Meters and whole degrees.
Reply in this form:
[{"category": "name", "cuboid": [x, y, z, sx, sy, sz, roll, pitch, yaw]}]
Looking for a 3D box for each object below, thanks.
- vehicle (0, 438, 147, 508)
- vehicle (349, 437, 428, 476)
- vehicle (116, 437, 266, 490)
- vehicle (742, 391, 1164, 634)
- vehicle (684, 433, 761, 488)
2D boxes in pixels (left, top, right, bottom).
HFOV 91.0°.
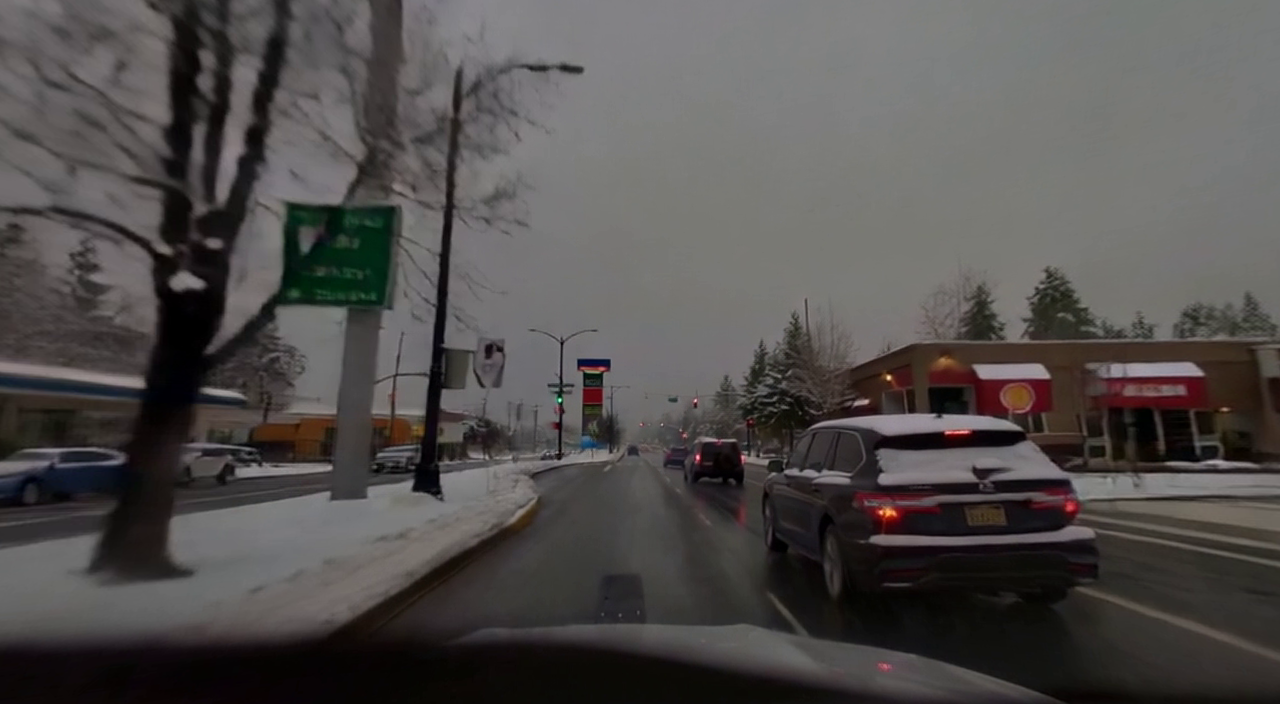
[{"category": "vehicle", "cuboid": [-17.921, 3.516, 18.834, 2.129, 1.843, 5.067, 0, -8, 1]}, {"category": "vehicle", "cuboid": [-13.407, 5.582, 33.936, 2.097, 1.912, 4.828, 0, -8, 2]}, {"category": "vehicle", "cuboid": [-17.784, 4.420, 25.375, 2.263, 1.887, 5.170, 0, -8, -1]}, {"category": "vehicle", "cuboid": [2.632, 1.495, 6.986, 2.183, 1.720, 4.842, 0, -8, 0]}, {"category": "vehicle", "cuboid": [2.722, 3.688, 21.768, 1.999, 1.679, 4.217, 0, -8, -1]}]
